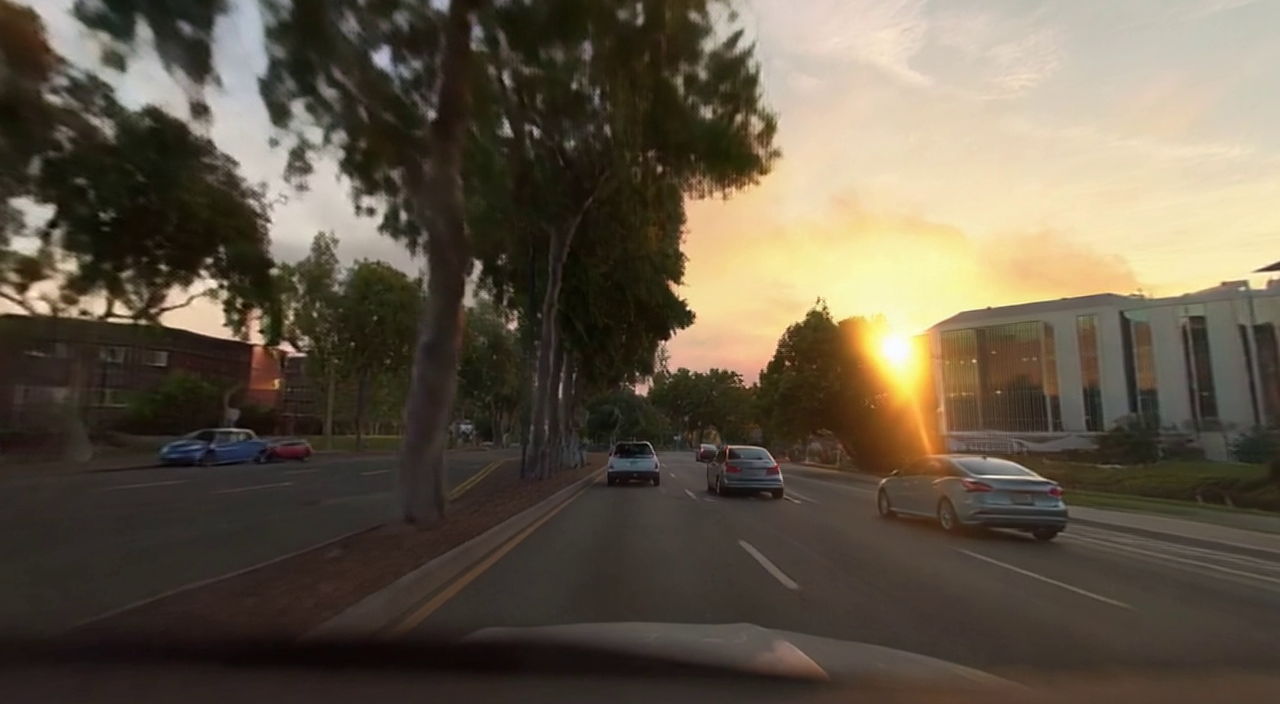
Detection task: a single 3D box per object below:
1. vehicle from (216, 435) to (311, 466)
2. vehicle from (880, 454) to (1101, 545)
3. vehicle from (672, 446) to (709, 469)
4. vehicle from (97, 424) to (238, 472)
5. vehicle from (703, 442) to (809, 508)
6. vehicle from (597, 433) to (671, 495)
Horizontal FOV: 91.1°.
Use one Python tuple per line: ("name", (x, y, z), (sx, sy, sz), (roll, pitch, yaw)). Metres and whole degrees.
("vehicle", (-18.949, 4.989, 31.926), (1.851, 1.477, 4.891), (0, -9, -1))
("vehicle", (6.747, 2.832, 12.756), (1.944, 1.458, 4.268), (0, -9, -1))
("vehicle", (3.299, 6.938, 41.510), (2.012, 1.462, 4.163), (0, -9, -1))
("vehicle", (-19.097, 3.922, 25.735), (1.903, 1.768, 4.985), (0, -9, 0))
("vehicle", (2.928, 3.191, 16.805), (1.932, 1.510, 4.168), (0, -9, -1))
("vehicle", (-0.162, 3.395, 19.360), (2.008, 1.674, 4.239), (0, -9, 0))
